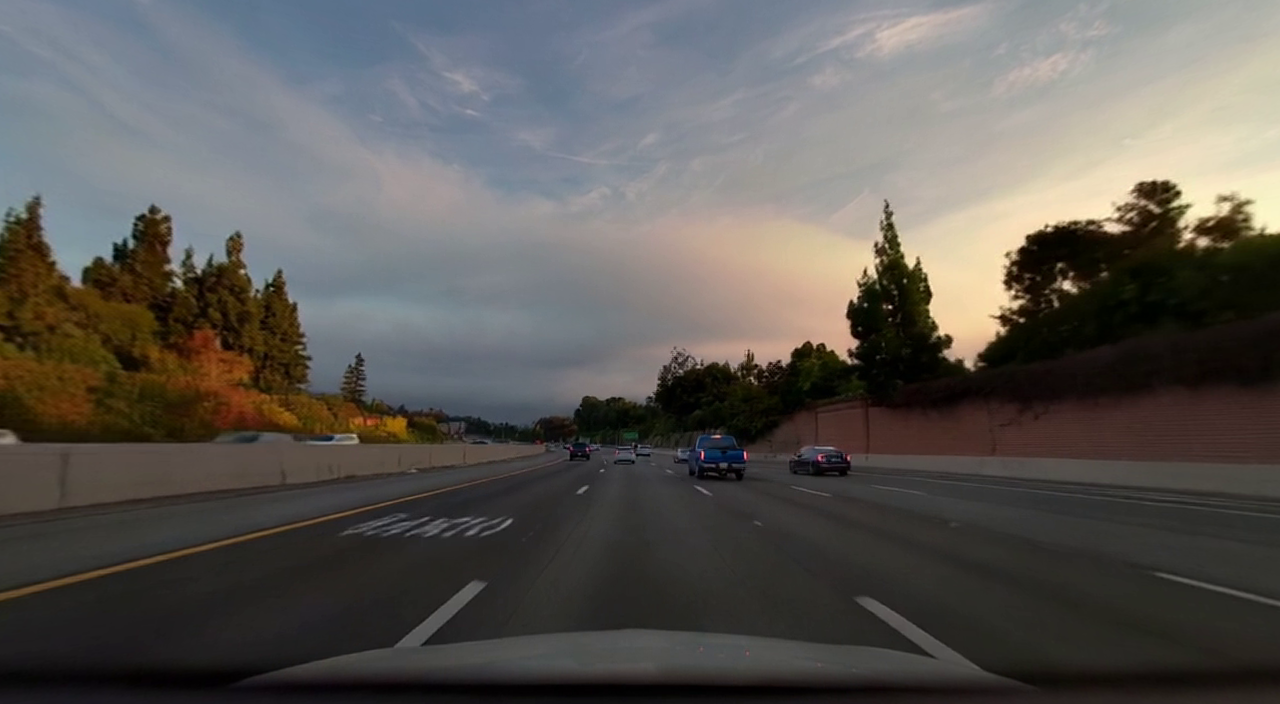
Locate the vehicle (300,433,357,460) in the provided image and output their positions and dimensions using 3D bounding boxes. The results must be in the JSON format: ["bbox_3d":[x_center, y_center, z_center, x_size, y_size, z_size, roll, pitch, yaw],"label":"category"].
[{"bbox_3d":[-23.027,7.007,46.835,2.101,1.868,4.631,0,-8,-3],"label":"vehicle"}]

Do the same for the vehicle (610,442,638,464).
[{"bbox_3d":[-1.281,7.795,48.938,2.050,1.607,3.821,0,-8,-3],"label":"vehicle"}]

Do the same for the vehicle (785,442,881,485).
[{"bbox_3d":[7.304,4.261,24.535,1.976,1.485,4.925,0,-8,-3],"label":"vehicle"}]

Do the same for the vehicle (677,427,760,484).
[{"bbox_3d":[2.911,4.017,24.802,2.374,1.952,5.431,0,-8,-2],"label":"vehicle"}]

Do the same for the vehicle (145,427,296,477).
[{"bbox_3d":[-13.878,3.346,21.275,2.044,1.488,4.527,0,-8,-1],"label":"vehicle"}]
